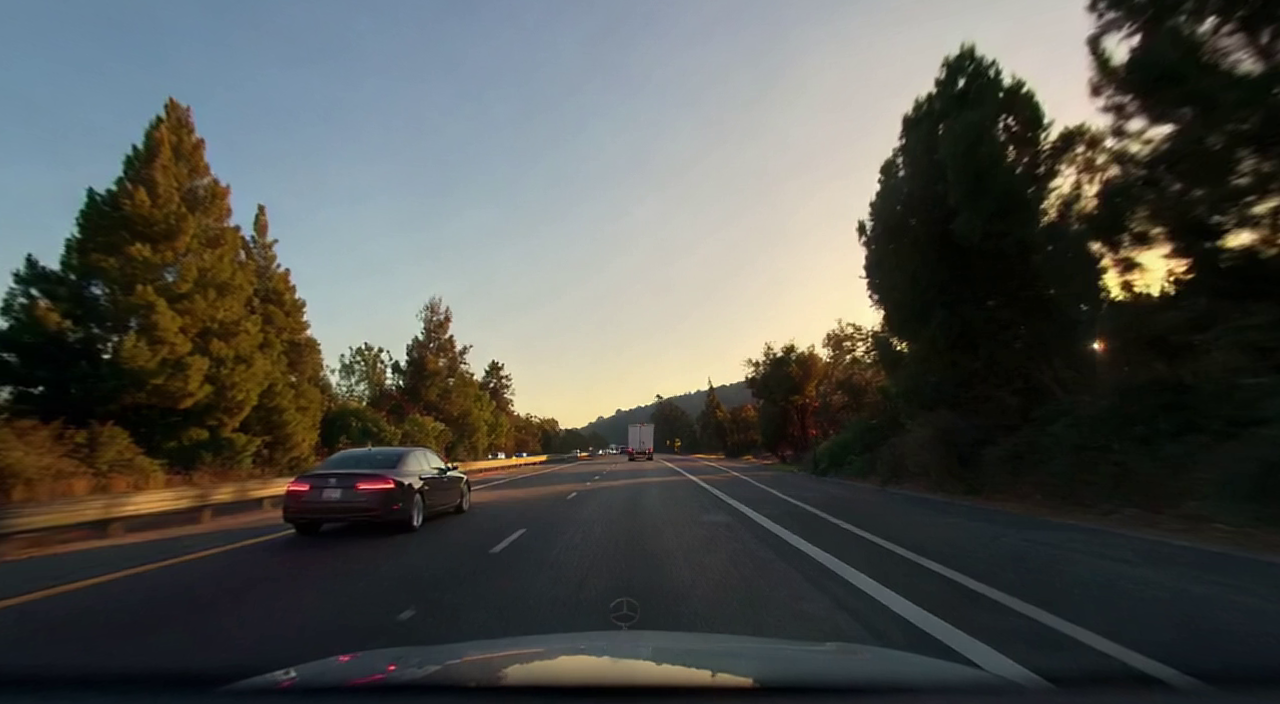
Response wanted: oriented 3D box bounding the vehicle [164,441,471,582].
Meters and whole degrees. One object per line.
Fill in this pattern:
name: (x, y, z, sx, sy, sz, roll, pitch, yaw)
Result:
vehicle: (-3.927, 1.989, 8.678, 1.955, 1.438, 4.100, -1, -9, 2)
